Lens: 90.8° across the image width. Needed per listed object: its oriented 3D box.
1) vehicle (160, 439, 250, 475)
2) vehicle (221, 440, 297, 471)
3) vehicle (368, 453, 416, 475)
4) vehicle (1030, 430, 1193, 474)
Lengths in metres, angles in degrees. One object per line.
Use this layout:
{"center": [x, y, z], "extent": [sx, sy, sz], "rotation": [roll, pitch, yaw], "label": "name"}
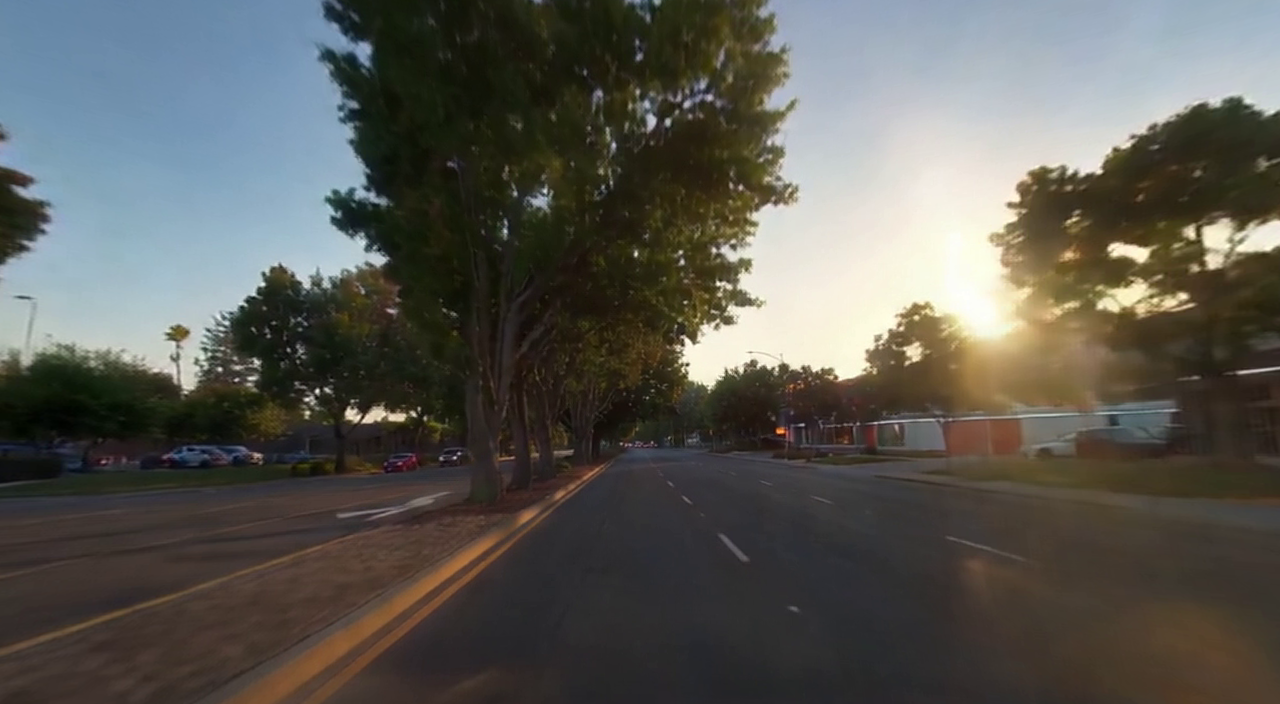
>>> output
{"center": [-29.880, 7.190, 43.384], "extent": [5.630, 2.280, 2.513], "rotation": [-4, -10, 26], "label": "vehicle"}
{"center": [-29.945, 8.111, 49.640], "extent": [5.867, 2.279, 2.342], "rotation": [-5, -10, 28], "label": "vehicle"}
{"center": [-19.528, 8.822, 49.939], "extent": [2.012, 1.471, 4.613], "rotation": [-2, -8, -2], "label": "vehicle"}
{"center": [21.258, 4.559, 29.050], "extent": [2.480, 1.766, 6.529], "rotation": [0, -9, 0], "label": "vehicle"}
